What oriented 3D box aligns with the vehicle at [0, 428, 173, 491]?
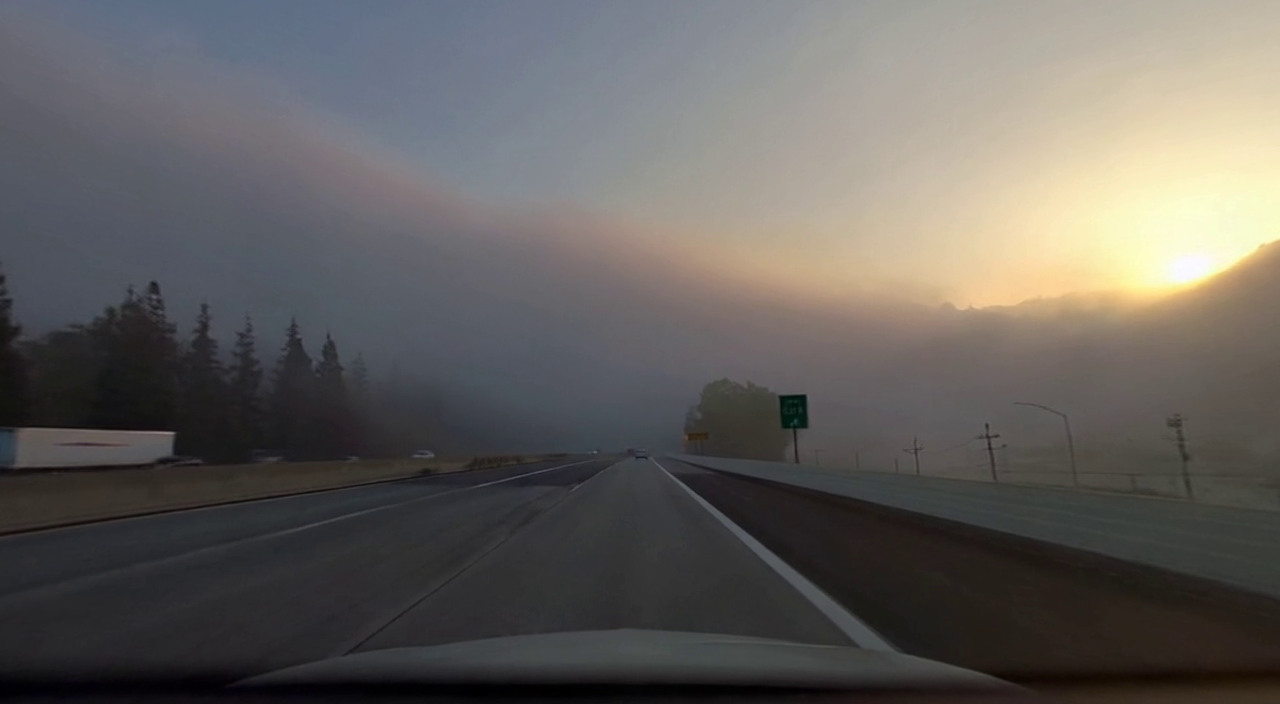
[{"bbox_3d":[-43.663,8.290,49.298,2.915,4.143,15.068,0,-9,-1],"label":"vehicle"}]
